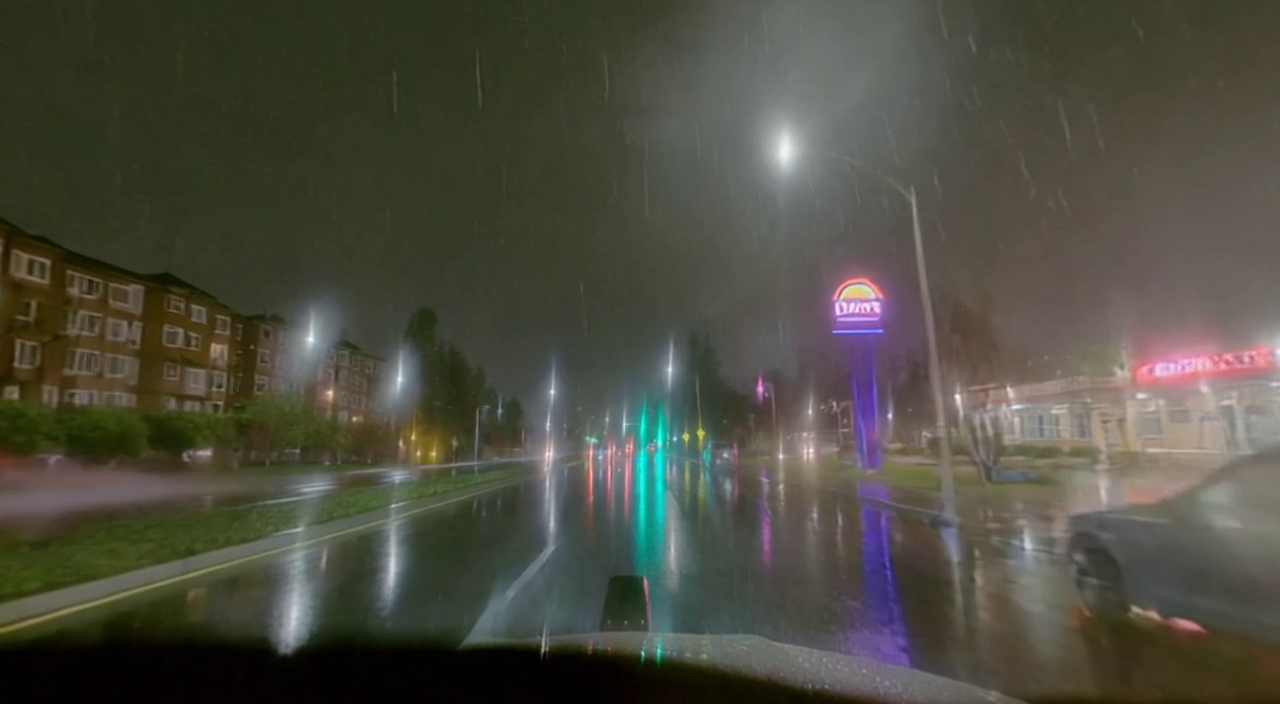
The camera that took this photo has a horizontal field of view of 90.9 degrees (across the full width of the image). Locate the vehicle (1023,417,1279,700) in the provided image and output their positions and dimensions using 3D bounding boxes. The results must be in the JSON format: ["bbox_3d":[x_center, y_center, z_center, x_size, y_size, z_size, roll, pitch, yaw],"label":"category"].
[{"bbox_3d":[4.431,1.099,3.338,2.025,1.500,4.465,0,-8,1],"label":"vehicle"}]

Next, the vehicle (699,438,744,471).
[{"bbox_3d":[4.676,5.965,36.886,2.067,1.755,4.616,0,-8,1],"label":"vehicle"}]

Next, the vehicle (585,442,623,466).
[{"bbox_3d":[-2.350,6.855,42.477,2.176,1.543,4.335,0,-8,1],"label":"vehicle"}]
